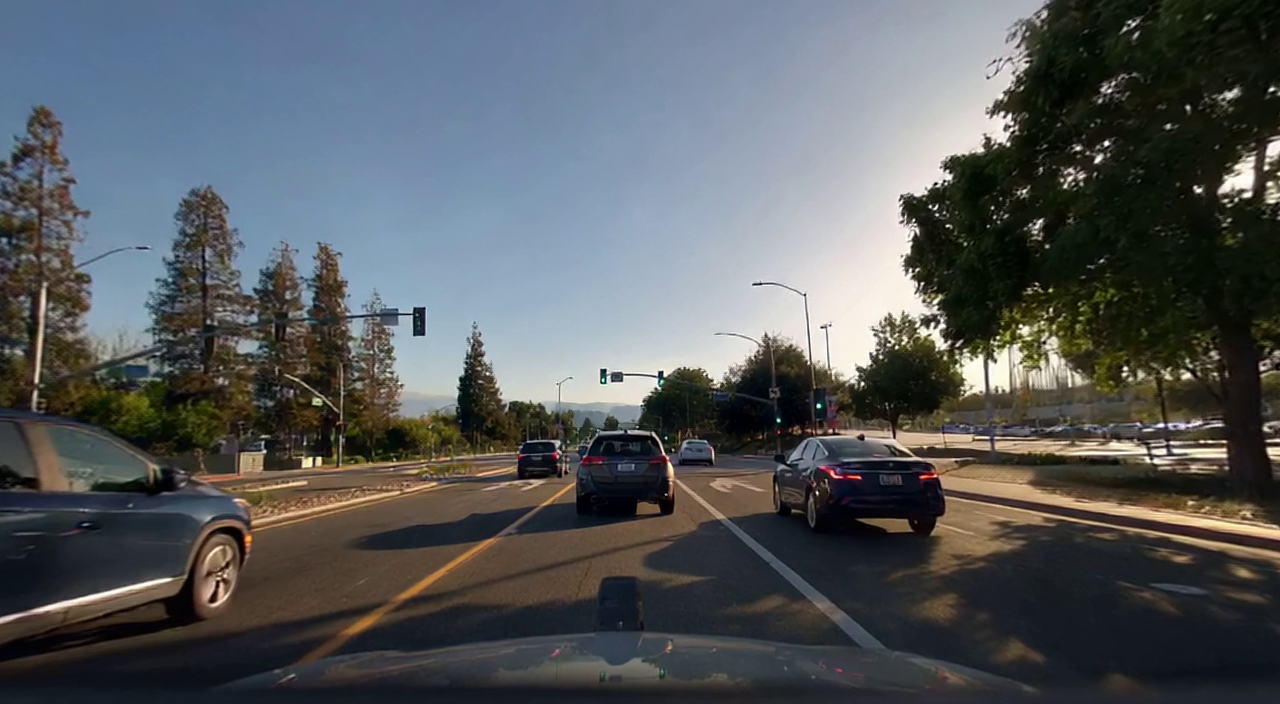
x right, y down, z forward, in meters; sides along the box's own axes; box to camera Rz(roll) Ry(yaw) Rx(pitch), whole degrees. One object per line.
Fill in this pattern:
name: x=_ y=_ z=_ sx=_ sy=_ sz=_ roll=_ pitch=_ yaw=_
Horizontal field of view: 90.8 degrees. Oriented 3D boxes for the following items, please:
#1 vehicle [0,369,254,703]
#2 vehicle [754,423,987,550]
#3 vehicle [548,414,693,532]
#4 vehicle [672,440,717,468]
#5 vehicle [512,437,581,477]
vehicle: x=-3.814 y=0.859 z=2.629 sx=1.823 sy=1.602 sz=4.061 roll=0 pitch=-8 yaw=0
vehicle: x=3.233 y=1.970 z=9.923 sx=2.068 sy=1.541 sz=4.041 roll=0 pitch=-8 yaw=-1
vehicle: x=-0.316 y=2.095 z=11.467 sx=2.150 sy=1.725 sz=4.096 roll=0 pitch=-8 yaw=-1
vehicle: x=3.047 y=5.829 z=36.384 sx=2.171 sy=1.469 sz=4.420 roll=0 pitch=-8 yaw=0
vehicle: x=-3.760 y=4.313 z=26.219 sx=2.163 sy=1.488 sz=4.511 roll=0 pitch=-8 yaw=0
